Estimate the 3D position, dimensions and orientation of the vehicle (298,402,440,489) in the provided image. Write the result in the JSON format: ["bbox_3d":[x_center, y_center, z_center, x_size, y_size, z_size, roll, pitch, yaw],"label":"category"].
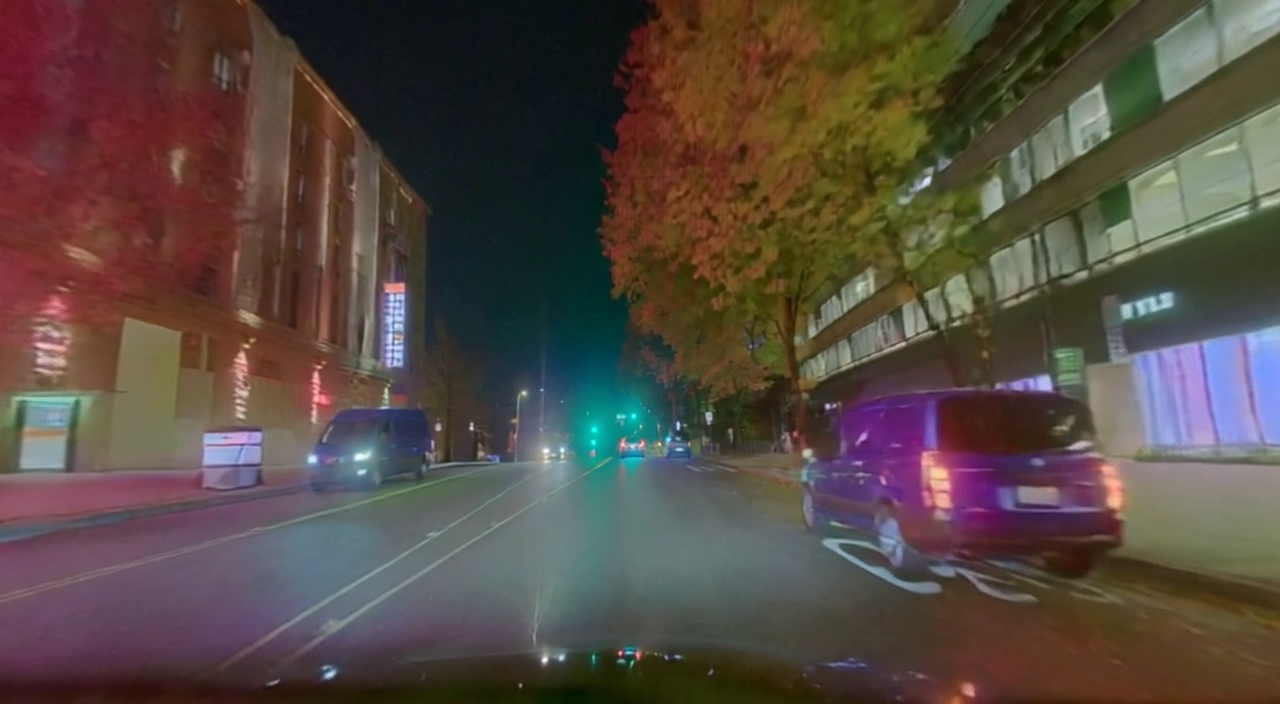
[{"bbox_3d":[-9.053,3.204,21.803,2.348,2.588,5.860,0,-8,-1],"label":"vehicle"}]

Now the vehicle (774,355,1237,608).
[{"bbox_3d":[3.453,1.368,7.603,2.357,1.986,5.136,0,-8,-2],"label":"vehicle"}]

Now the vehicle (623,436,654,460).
[{"bbox_3d":[-0.102,7.388,48.660,2.274,1.736,4.083,0,-8,0],"label":"vehicle"}]

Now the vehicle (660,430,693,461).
[{"bbox_3d":[2.582,6.434,43.504,2.147,1.968,4.478,-1,-8,5],"label":"vehicle"}]
